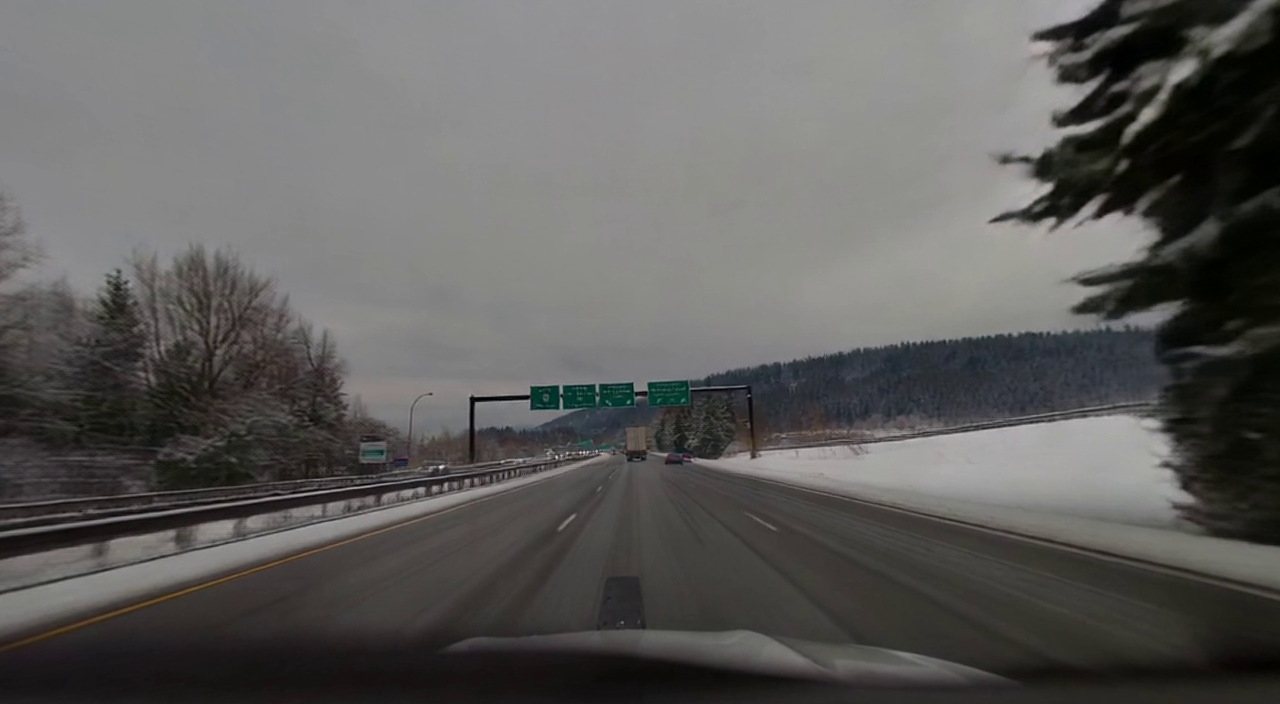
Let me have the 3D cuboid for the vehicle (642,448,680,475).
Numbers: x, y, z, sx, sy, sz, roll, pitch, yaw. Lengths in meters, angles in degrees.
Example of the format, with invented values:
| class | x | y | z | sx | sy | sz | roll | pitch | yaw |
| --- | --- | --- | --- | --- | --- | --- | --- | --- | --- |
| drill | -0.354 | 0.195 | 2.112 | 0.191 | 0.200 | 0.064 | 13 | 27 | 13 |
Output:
| class | x | y | z | sx | sy | sz | roll | pitch | yaw |
| --- | --- | --- | --- | --- | --- | --- | --- | --- | --- |
| vehicle | 1.178 | 6.348 | 36.789 | 2.036 | 1.457 | 3.471 | 0 | -9 | -1 |
